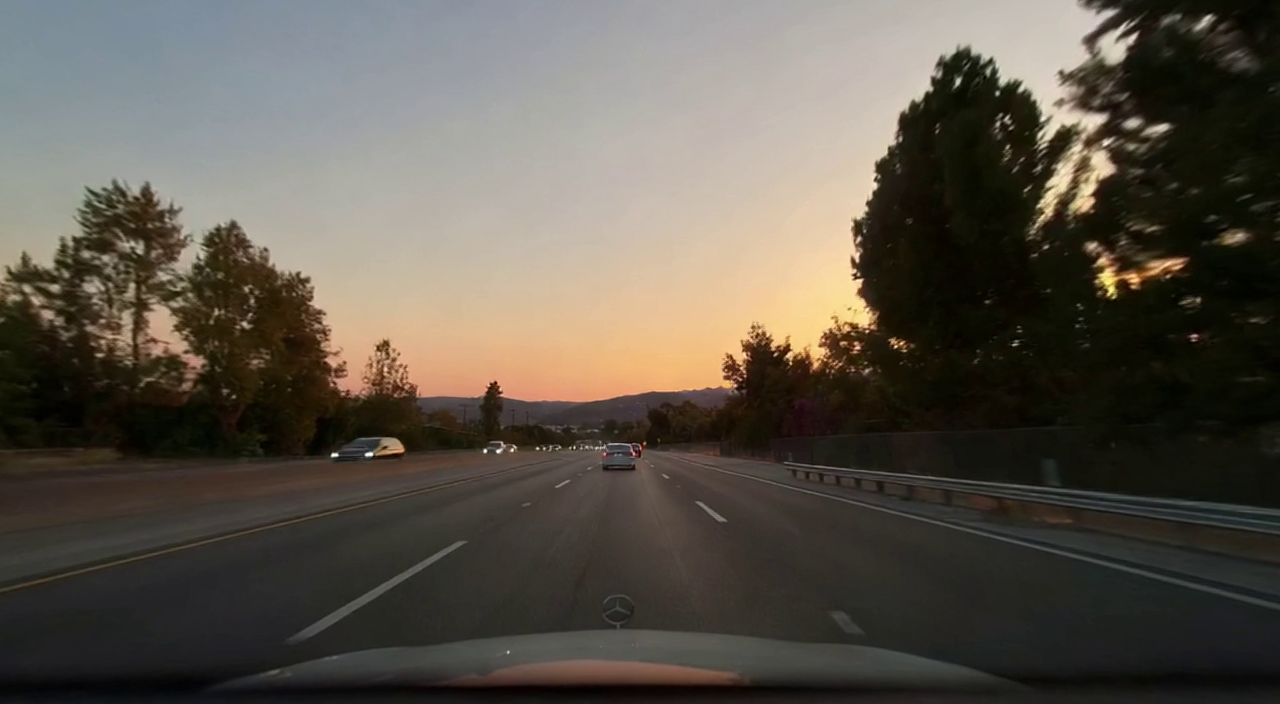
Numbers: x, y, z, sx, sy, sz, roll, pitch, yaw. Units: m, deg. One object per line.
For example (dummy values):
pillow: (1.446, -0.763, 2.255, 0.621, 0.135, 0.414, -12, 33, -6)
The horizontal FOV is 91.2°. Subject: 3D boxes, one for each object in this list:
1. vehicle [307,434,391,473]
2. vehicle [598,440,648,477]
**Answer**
vehicle: (-13.087, 4.592, 28.524, 1.880, 1.621, 4.124, 0, -9, -1)
vehicle: (-0.739, 4.800, 28.458, 2.095, 1.537, 4.017, 0, -9, -1)
